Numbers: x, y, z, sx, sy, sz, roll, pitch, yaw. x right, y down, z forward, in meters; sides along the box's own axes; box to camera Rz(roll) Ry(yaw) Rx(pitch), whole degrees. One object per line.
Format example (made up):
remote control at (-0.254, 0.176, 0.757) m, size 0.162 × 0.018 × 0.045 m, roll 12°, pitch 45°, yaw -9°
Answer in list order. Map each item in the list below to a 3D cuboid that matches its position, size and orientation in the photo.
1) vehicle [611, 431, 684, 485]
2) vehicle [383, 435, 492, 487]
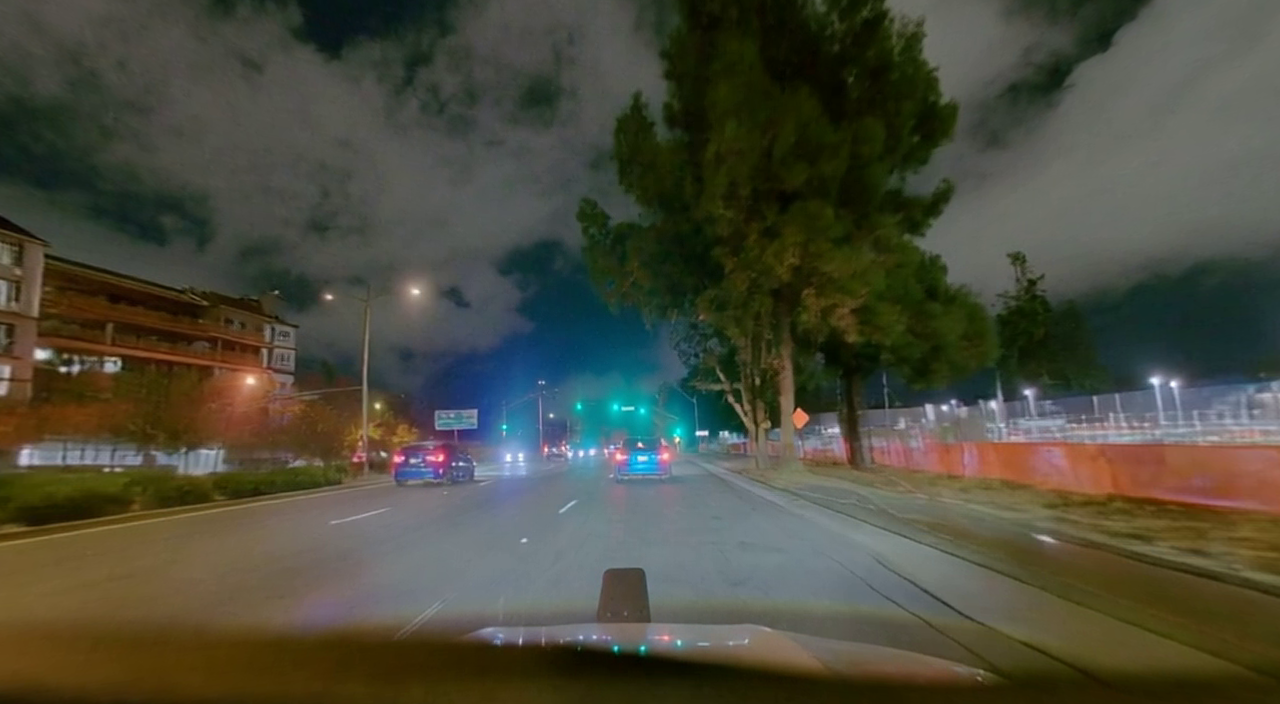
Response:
vehicle at (0.252, 3.546, 21.356) m, size 2.227 × 1.654 × 4.091 m, roll 0°, pitch -8°, yaw 0°
vehicle at (-6.335, 3.460, 20.304) m, size 1.877 × 1.479 × 4.430 m, roll -1°, pitch -8°, yaw 3°
